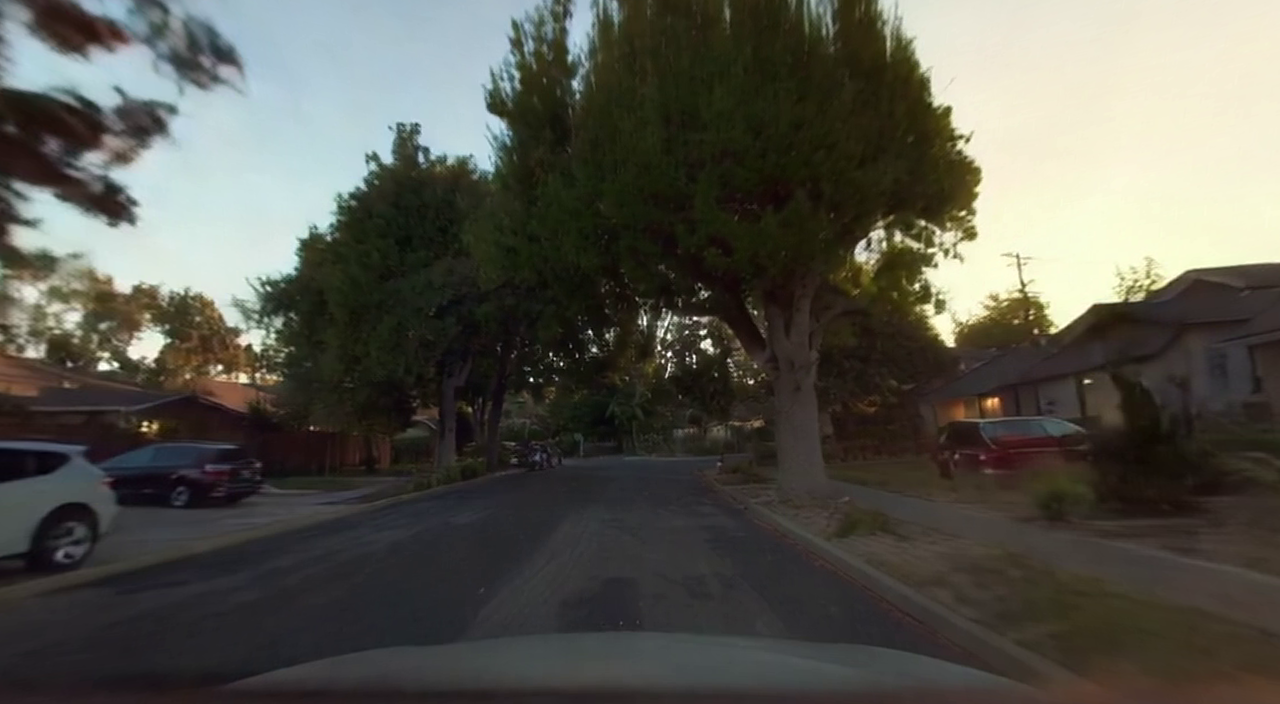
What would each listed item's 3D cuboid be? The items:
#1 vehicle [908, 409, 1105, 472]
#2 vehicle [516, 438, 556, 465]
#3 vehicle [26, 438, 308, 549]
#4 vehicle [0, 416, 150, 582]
[{"bbox_3d":[12.188,2.964,21.234,5.367,1.953,2.257,1,-8,-9],"label":"vehicle"},{"bbox_3d":[-7.934,7.680,48.622,2.091,1.912,4.598,0,-10,2],"label":"vehicle"},{"bbox_3d":[-8.524,2.522,12.081,2.074,1.616,4.440,-2,-8,-2],"label":"vehicle"},{"bbox_3d":[-8.363,1.598,6.684,2.352,1.843,4.979,-1,-10,0],"label":"vehicle"}]
